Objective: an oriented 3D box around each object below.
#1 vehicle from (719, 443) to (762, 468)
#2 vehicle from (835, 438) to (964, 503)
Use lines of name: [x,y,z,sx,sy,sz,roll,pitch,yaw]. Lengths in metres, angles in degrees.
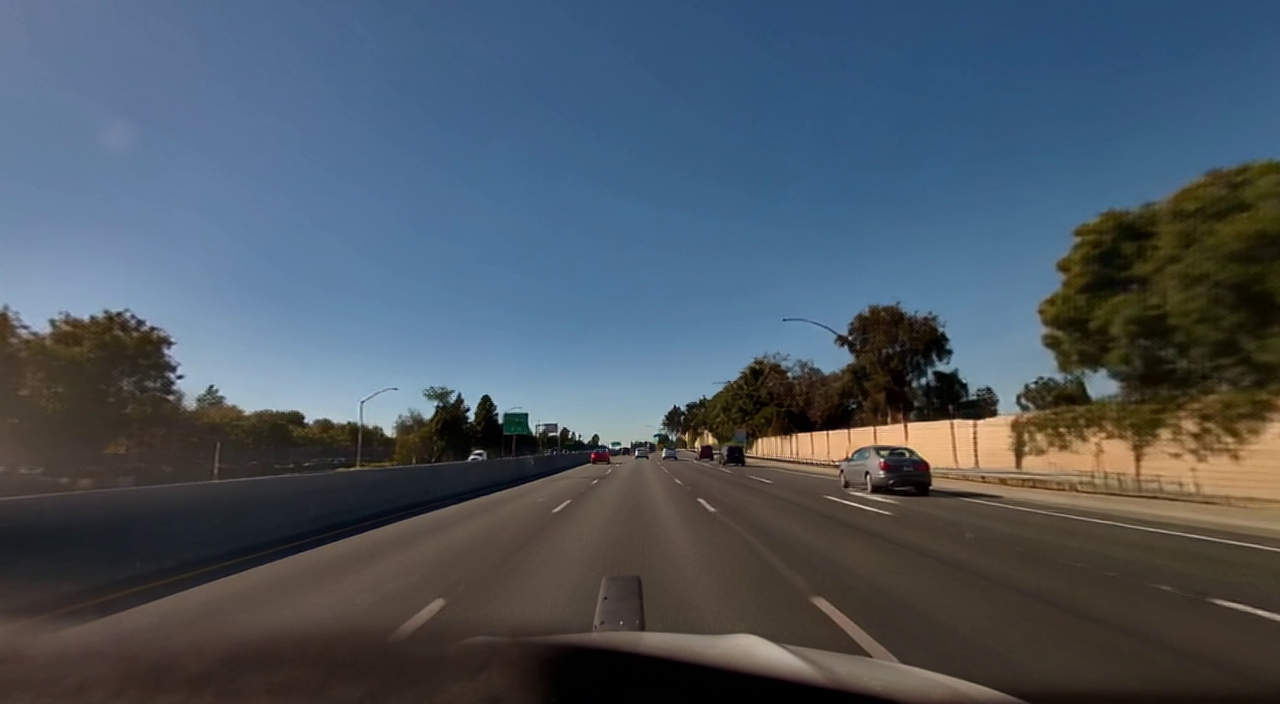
vehicle: [6.620,6.866,42.086,1.987,1.597,4.463,0,-8,-2]
vehicle: [6.781,3.095,16.952,1.838,1.518,3.713,0,-8,0]
